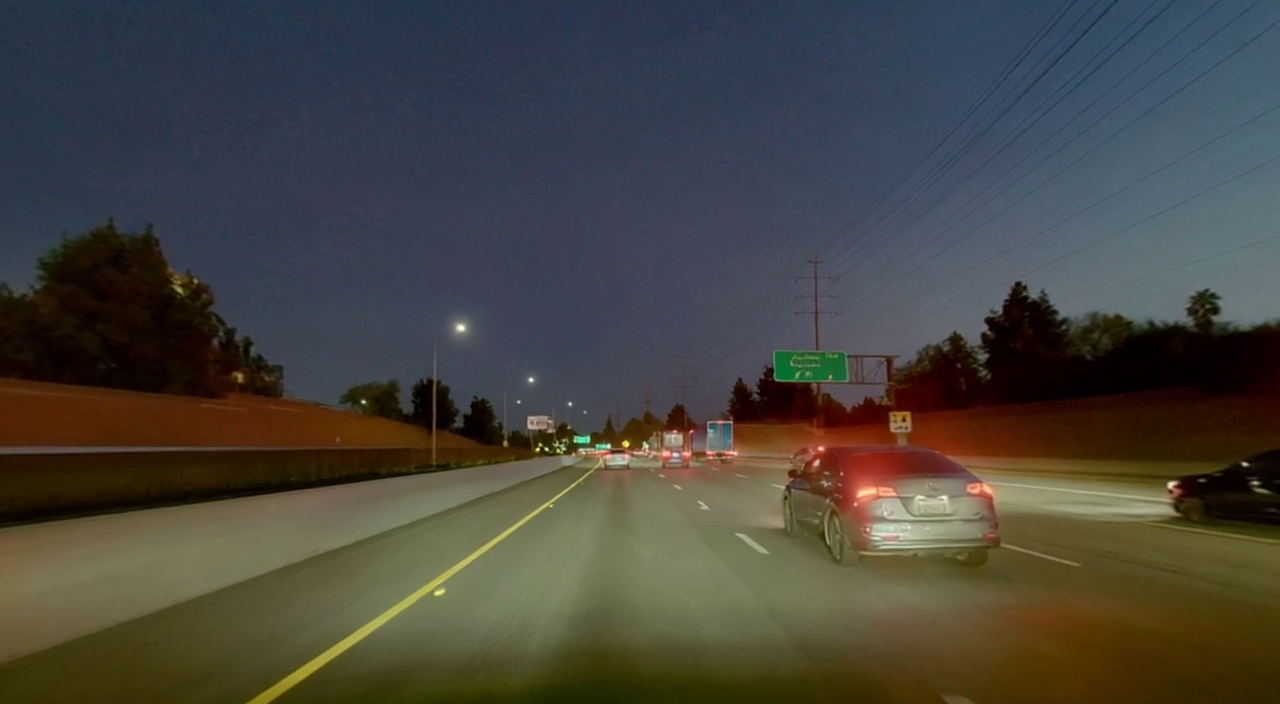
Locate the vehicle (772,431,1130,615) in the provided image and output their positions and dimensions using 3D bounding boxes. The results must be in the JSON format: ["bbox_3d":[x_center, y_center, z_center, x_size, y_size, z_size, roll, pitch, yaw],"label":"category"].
[{"bbox_3d":[2.966,1.696,7.258,1.922,1.465,4.165,0,-9,-1],"label":"vehicle"}]

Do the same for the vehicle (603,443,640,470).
[{"bbox_3d":[-1.140,6.188,37.608,2.083,1.477,3.965,0,-9,-3],"label":"vehicle"}]

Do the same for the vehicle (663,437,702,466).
[{"bbox_3d":[2.908,6.966,44.306,2.114,1.849,4.692,0,-9,-3],"label":"vehicle"}]

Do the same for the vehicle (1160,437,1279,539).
[{"bbox_3d":[10.261,1.922,8.836,1.980,1.473,4.618,0,-9,-1],"label":"vehicle"}]
